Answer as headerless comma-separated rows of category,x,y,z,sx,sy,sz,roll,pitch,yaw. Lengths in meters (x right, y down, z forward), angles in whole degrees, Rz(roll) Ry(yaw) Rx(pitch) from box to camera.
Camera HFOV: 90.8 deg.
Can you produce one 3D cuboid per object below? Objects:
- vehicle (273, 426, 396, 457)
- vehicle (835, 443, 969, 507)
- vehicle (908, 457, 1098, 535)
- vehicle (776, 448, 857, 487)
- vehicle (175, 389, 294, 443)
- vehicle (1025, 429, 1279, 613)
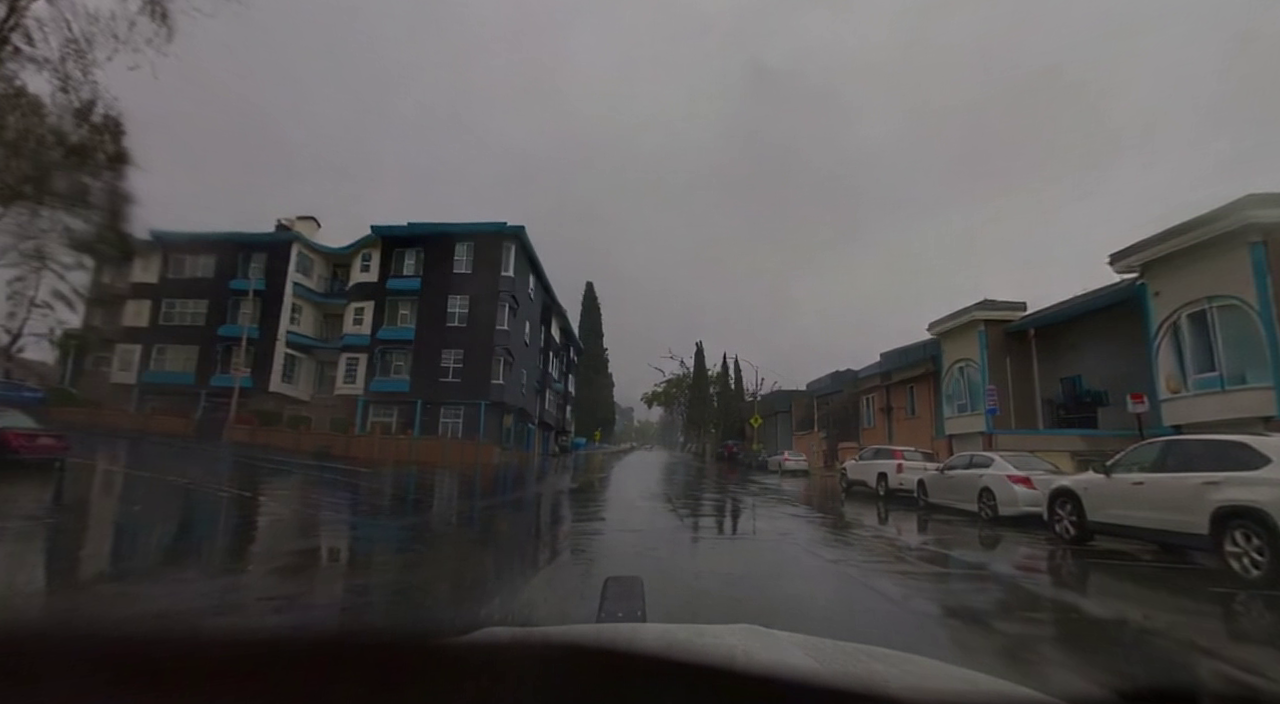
vehicle,-13.727,4.073,28.654,4.603,1.335,1.889,1,-9,-8
vehicle,7.833,3.685,19.498,1.917,1.704,4.840,0,-8,-2
vehicle,7.748,3.073,14.064,1.900,1.368,4.176,0,-8,3
vehicle,7.715,5.080,28.118,2.122,1.554,4.777,0,-8,-1
vehicle,-18.839,2.978,29.384,4.598,1.645,2.019,8,-5,19
vehicle,7.459,1.915,7.905,2.181,1.792,5.066,0,-8,2
